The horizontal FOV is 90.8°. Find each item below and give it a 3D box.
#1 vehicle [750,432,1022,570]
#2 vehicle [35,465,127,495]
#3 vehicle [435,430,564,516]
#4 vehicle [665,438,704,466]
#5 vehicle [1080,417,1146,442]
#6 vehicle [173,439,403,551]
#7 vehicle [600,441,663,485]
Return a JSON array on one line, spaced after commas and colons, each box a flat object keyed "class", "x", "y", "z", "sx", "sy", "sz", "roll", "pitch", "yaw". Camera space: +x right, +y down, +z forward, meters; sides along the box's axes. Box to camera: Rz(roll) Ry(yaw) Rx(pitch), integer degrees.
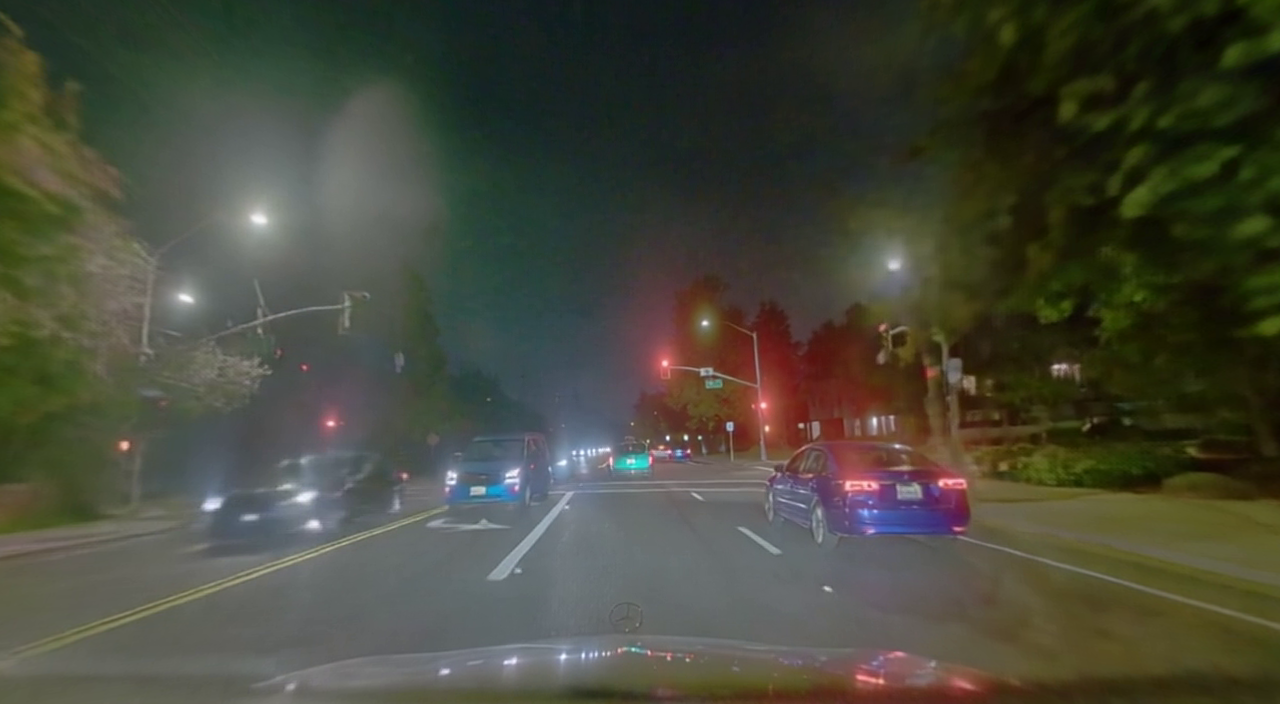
[{"class": "vehicle", "x": 3.015, "y": 1.916, "z": 8.988, "sx": 1.973, "sy": 1.447, "sz": 4.402, "roll": 0, "pitch": -8, "yaw": -2}, {"class": "vehicle", "x": -37.640, "y": 8.590, "z": 42.730, "sx": 1.876, "sy": 1.763, "sz": 4.515, "roll": -1, "pitch": -9, "yaw": 4}, {"class": "vehicle", "x": -3.202, "y": 2.881, "z": 15.747, "sx": 2.083, "sy": 1.741, "sz": 5.530, "roll": 0, "pitch": -8, "yaw": -1}, {"class": "vehicle", "x": 3.129, "y": 7.168, "z": 45.404, "sx": 2.187, "sy": 1.847, "sz": 4.553, "roll": 0, "pitch": -8, "yaw": -3}, {"class": "vehicle", "x": 33.493, "y": 5.526, "z": 44.867, "sx": 1.891, "sy": 1.644, "sz": 3.671, "roll": -1, "pitch": -8, "yaw": 1}, {"class": "vehicle", "x": -6.107, "y": 2.475, "z": 11.662, "sx": 2.051, "sy": 1.663, "sz": 4.031, "roll": 0, "pitch": -8, "yaw": -3}, {"class": "vehicle", "x": -0.363, "y": 4.058, "z": 23.477, "sx": 2.114, "sy": 1.483, "sz": 4.207, "roll": 0, "pitch": -8, "yaw": -2}]
